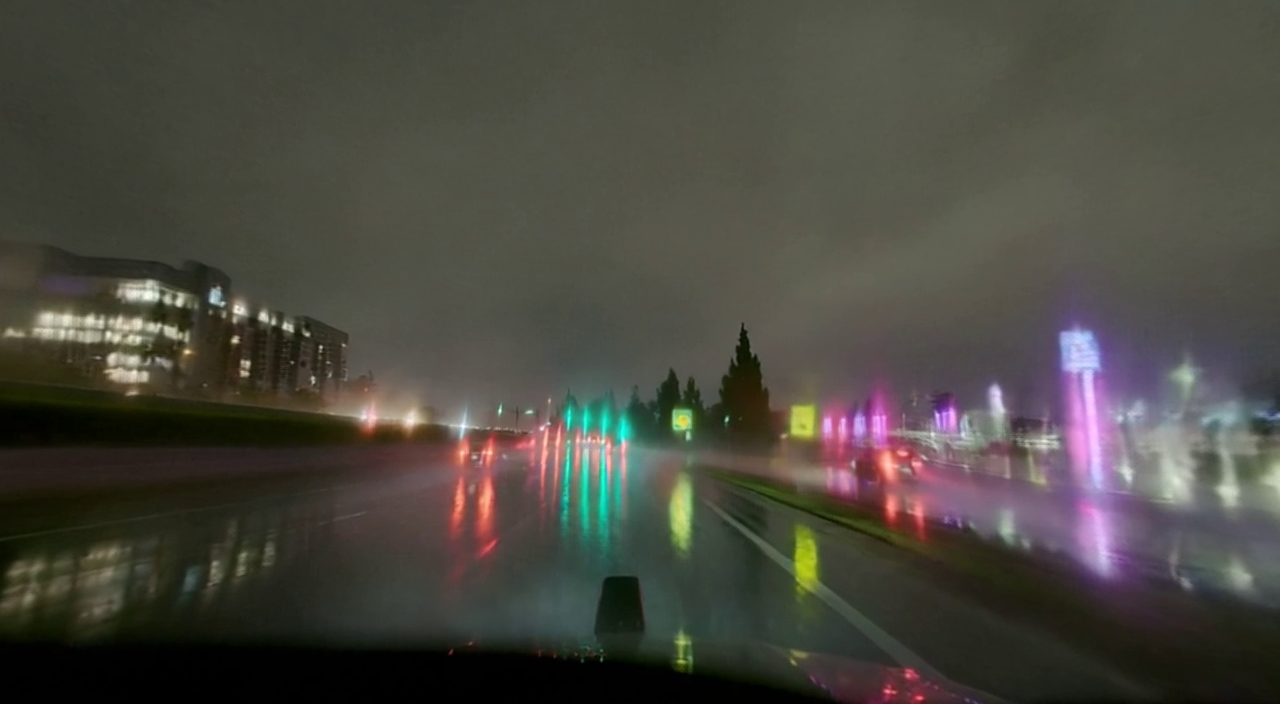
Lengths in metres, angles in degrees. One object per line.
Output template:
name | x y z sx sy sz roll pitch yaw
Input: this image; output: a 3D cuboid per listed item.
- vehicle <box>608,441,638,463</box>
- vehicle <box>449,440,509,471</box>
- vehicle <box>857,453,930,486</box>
vehicle | -1.227 7.066 44.778 2.038 1.414 4.357 0 -9 -3
vehicle | -8.271 5.345 32.775 2.009 1.454 4.250 0 -9 0
vehicle | 14.930 6.935 37.520 2.023 1.782 4.193 1 -9 -11
